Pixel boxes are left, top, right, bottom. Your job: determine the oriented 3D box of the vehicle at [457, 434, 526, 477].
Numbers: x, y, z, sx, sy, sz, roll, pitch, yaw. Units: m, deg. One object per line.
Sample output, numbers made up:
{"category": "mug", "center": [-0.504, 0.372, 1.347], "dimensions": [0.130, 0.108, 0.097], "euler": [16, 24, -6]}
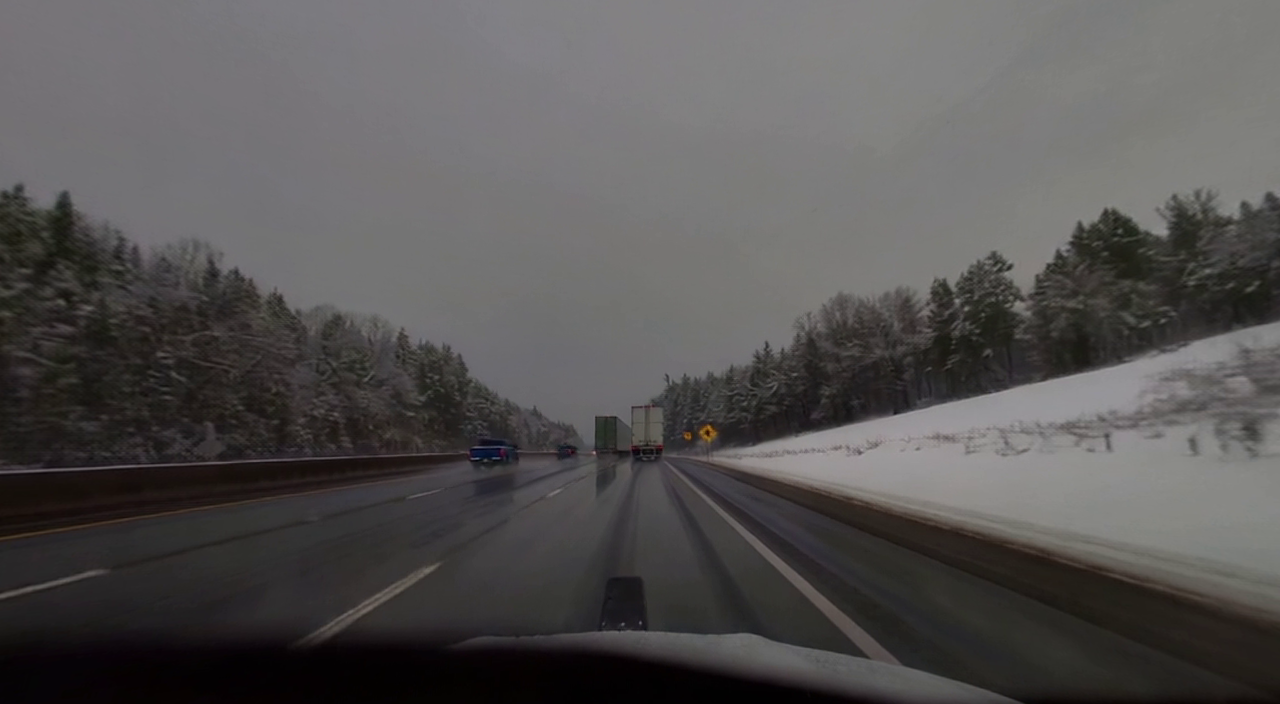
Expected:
{"category": "vehicle", "center": [-7.018, 4.940, 30.378], "dimensions": [2.149, 1.884, 4.627], "euler": [0, -8, 0]}
